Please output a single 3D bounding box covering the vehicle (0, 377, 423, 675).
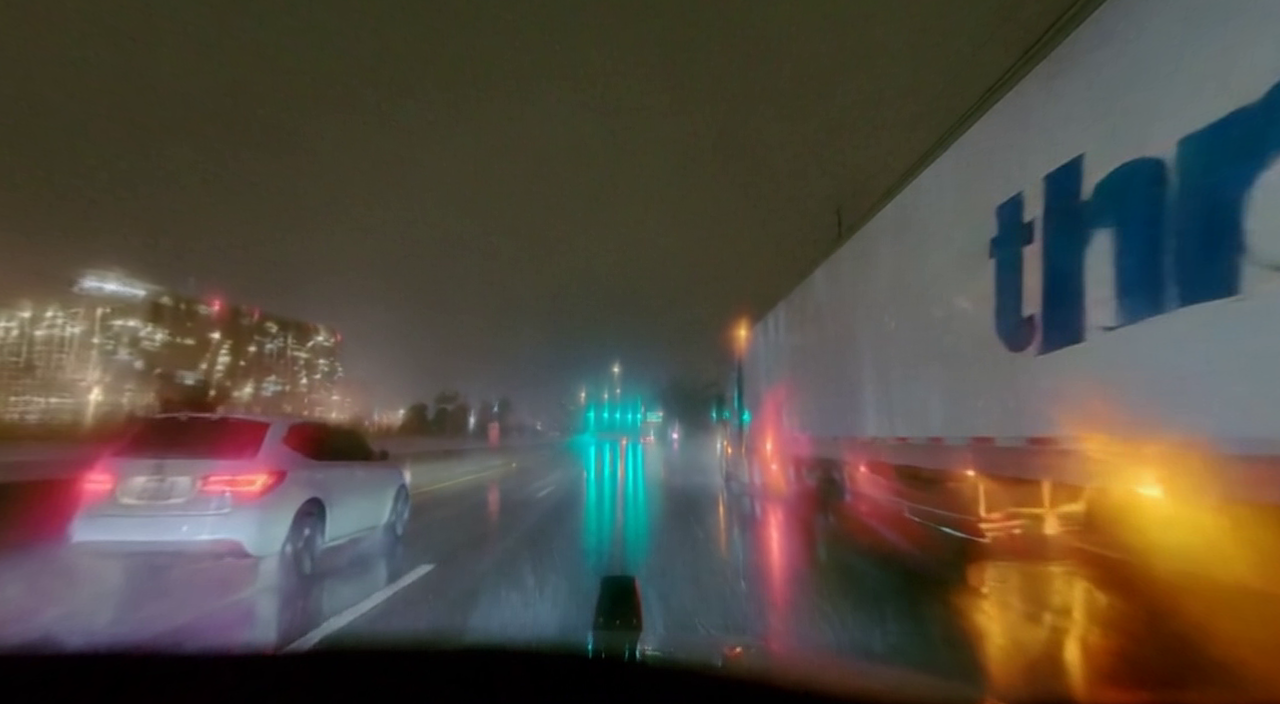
[{"bbox_3d":[-3.780,1.270,5.805,2.063,1.661,4.439,0,-8,-2],"label":"vehicle"}]

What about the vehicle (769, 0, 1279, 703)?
[{"bbox_3d":[3.922,-0.244,5.131,2.850,3.894,13.987,-1,-7,0],"label":"vehicle"}]
